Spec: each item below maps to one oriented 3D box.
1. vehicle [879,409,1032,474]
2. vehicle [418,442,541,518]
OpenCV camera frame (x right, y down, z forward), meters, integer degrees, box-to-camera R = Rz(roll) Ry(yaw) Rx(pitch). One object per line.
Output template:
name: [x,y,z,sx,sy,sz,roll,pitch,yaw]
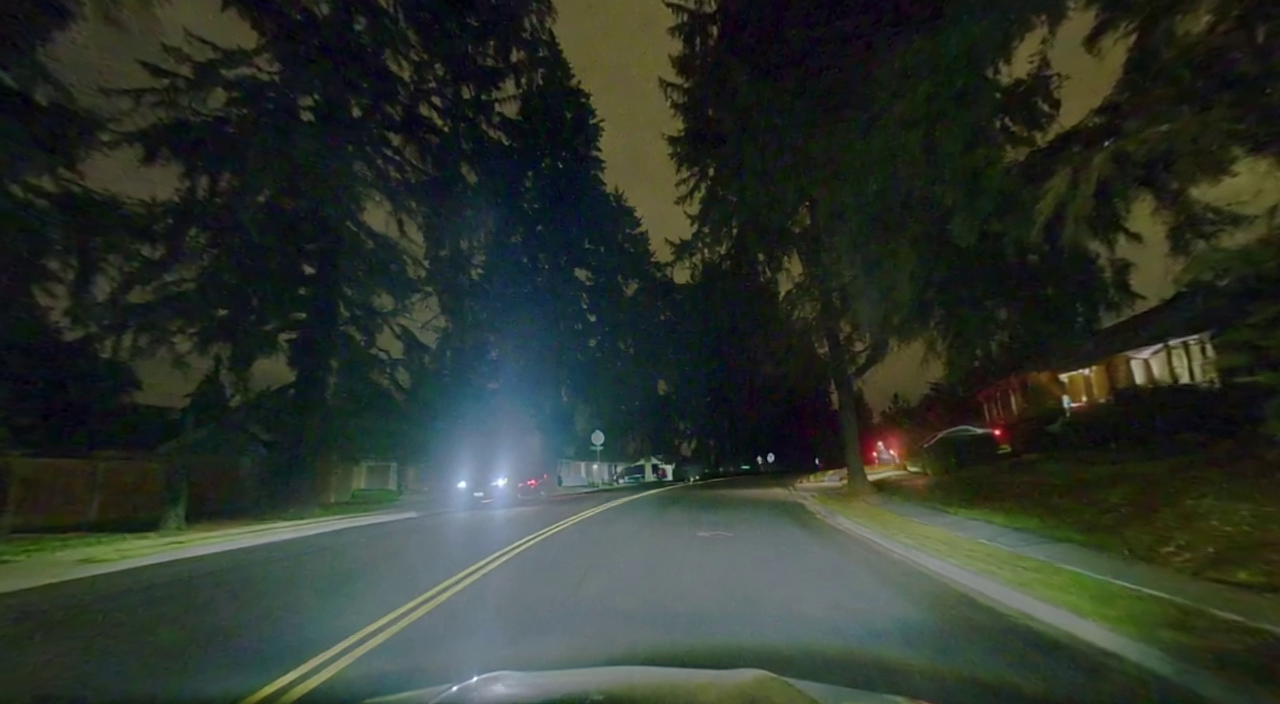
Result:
vehicle: [12.192,3.537,24.722,4.740,1.638,2.018,-5,-25,4]
vehicle: [-4.777,4.086,19.576,1.963,1.539,4.210,-4,-22,11]
